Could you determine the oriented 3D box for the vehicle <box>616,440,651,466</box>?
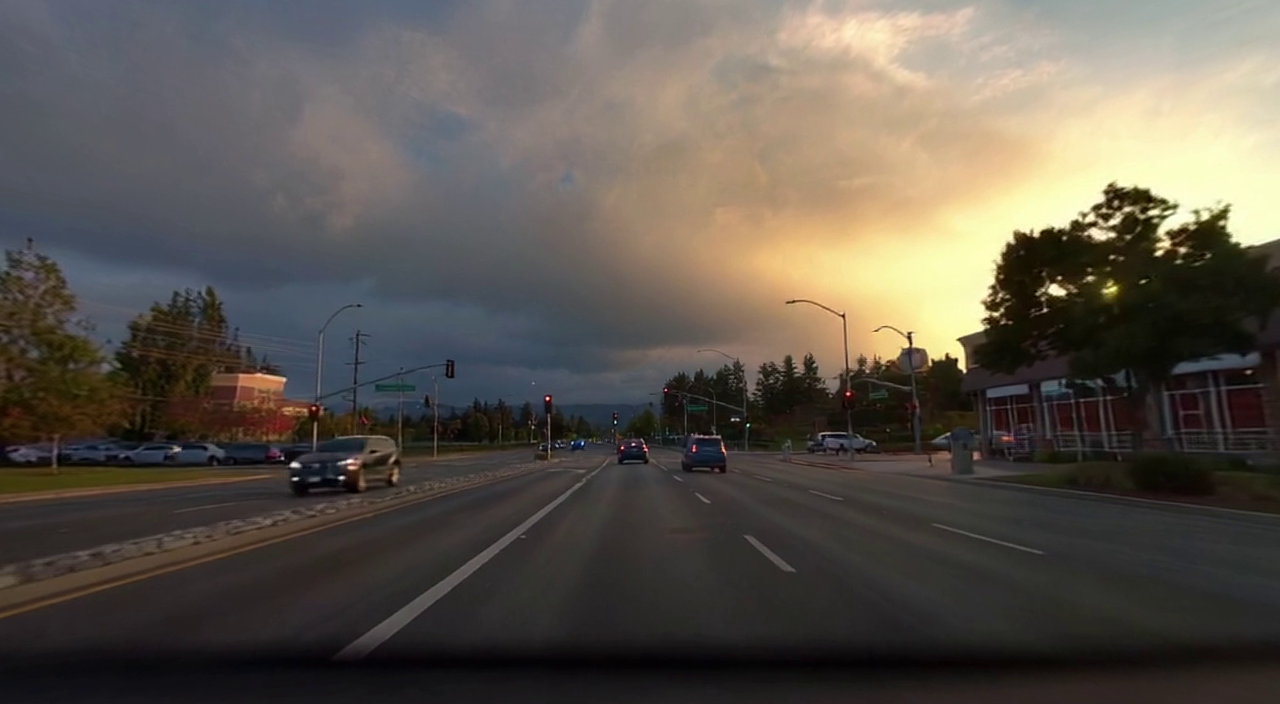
[{"bbox_3d":[-0.379,6.172,38.697,2.035,1.474,3.779,0,-9,1],"label":"vehicle"}]

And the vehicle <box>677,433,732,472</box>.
[{"bbox_3d":[3.046,4.882,30.749,2.103,1.726,4.385,0,-9,-2],"label":"vehicle"}]

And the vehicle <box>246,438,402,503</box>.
[{"bbox_3d":[-8.265,3.118,17.048,1.969,1.526,4.261,0,-9,0],"label":"vehicle"}]
